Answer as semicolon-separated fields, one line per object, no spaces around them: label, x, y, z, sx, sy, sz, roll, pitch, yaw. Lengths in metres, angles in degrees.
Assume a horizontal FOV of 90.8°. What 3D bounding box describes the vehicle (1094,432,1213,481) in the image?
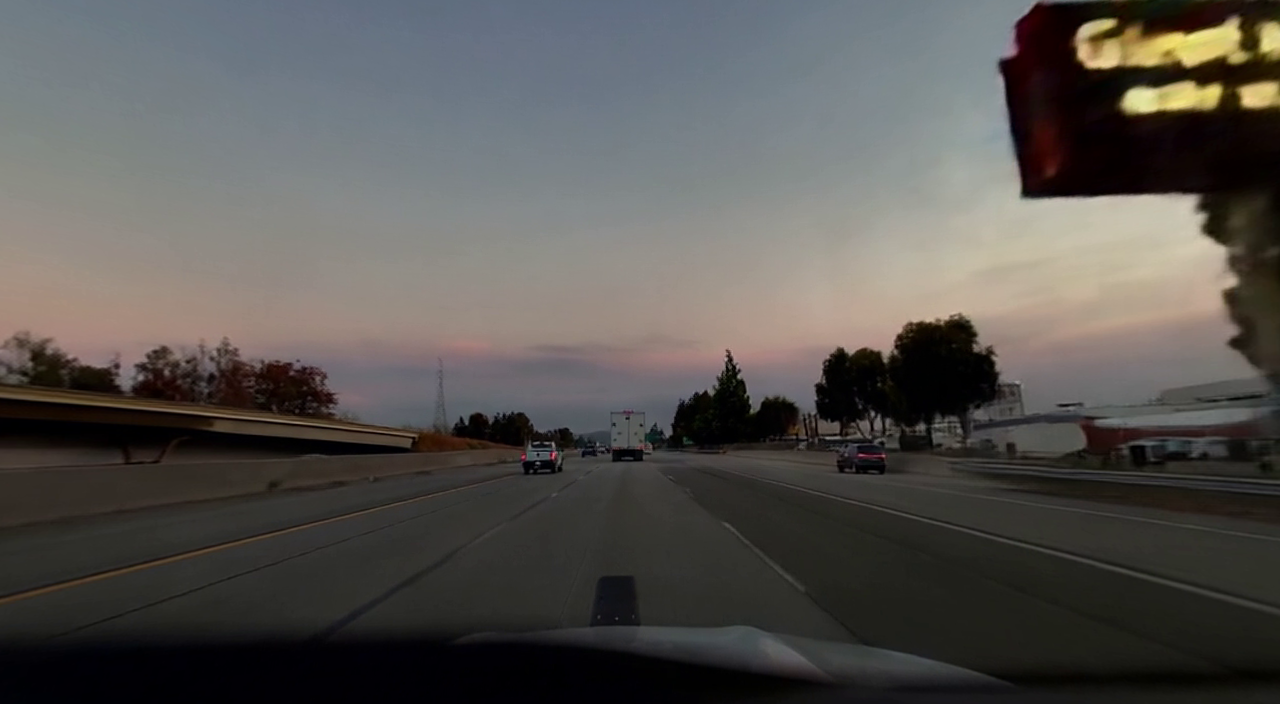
vehicle;30.505;6.172;37.579;5.652;2.685;2.596;2;-9;-18

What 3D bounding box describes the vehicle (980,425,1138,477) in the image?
vehicle;29.479;7.024;45.299;3.185;3.246;9.903;1;-8;-11

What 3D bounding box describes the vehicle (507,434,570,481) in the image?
vehicle;-4.474;4.712;28.540;2.095;1.930;4.680;0;-8;0

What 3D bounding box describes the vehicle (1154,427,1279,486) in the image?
vehicle;31.730;5.623;34.484;6.081;2.952;2.754;3;-8;-21
